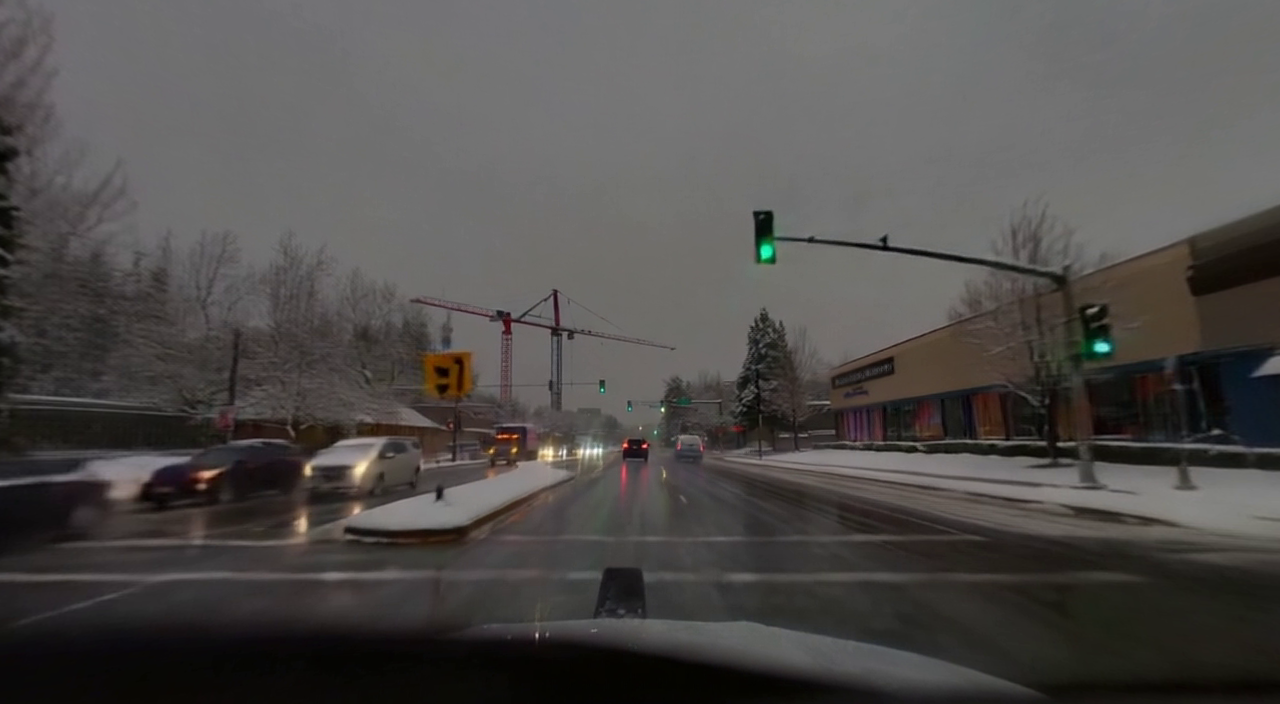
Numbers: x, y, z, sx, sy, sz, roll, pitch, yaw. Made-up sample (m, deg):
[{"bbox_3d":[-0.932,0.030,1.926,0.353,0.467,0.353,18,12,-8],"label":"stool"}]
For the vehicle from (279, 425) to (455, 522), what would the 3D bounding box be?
[{"bbox_3d":[-5.763,2.587,14.086,1.983,1.715,4.466,-2,-8,0],"label":"vehicle"}]

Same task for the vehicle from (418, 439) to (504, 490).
[{"bbox_3d":[-5.883,3.730,21.296,1.901,1.498,4.359,0,-9,-4],"label":"vehicle"}]

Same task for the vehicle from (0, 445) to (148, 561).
[{"bbox_3d":[-8.995,1.901,7.966,1.947,1.434,4.557,0,-8,-1],"label":"vehicle"}]

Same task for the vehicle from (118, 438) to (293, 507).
[{"bbox_3d":[-12.697,3.504,18.938,1.936,1.769,4.620,0,-8,0],"label":"vehicle"}]
